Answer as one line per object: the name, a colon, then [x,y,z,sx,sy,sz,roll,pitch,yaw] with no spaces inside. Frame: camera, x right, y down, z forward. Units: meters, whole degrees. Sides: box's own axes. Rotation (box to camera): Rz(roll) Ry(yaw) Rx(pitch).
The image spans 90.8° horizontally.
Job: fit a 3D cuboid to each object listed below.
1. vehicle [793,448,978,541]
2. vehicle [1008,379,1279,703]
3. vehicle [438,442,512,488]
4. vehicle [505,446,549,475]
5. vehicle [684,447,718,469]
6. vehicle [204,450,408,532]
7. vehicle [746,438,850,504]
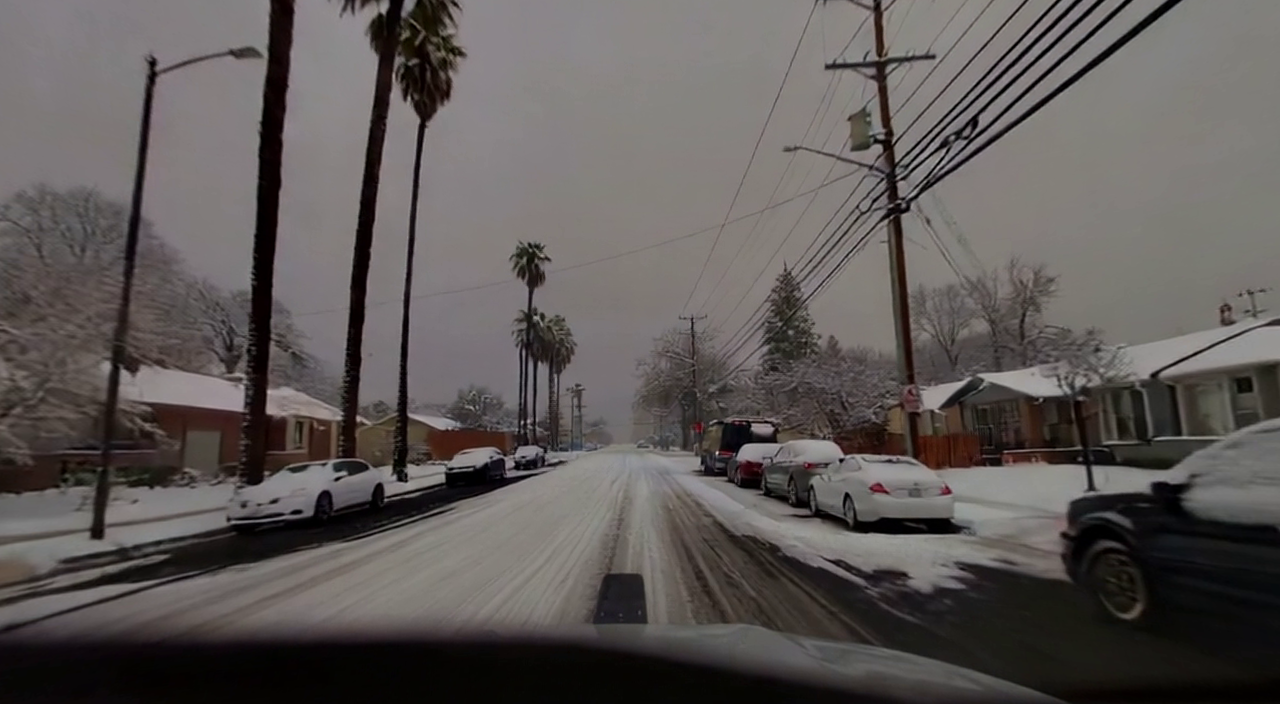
vehicle: [4.702,2.746,12.915,1.795,1.424,4.327,-3,-8,-3]
vehicle: [4.711,1.086,3.660,2.115,1.826,4.871,0,-9,-1]
vehicle: [-7.493,5.133,29.237,2.077,1.888,4.551,-2,-8,2]
vehicle: [-7.232,6.980,40.906,2.085,1.770,4.429,0,-8,-1]
vehicle: [4.459,7.812,46.735,1.988,1.560,4.249,0,-8,0]
vehicle: [-7.176,2.989,14.289,2.013,1.483,4.645,0,-8,1]
vehicle: [4.631,3.541,19.244,1.874,1.742,4.234,0,-8,-3]
